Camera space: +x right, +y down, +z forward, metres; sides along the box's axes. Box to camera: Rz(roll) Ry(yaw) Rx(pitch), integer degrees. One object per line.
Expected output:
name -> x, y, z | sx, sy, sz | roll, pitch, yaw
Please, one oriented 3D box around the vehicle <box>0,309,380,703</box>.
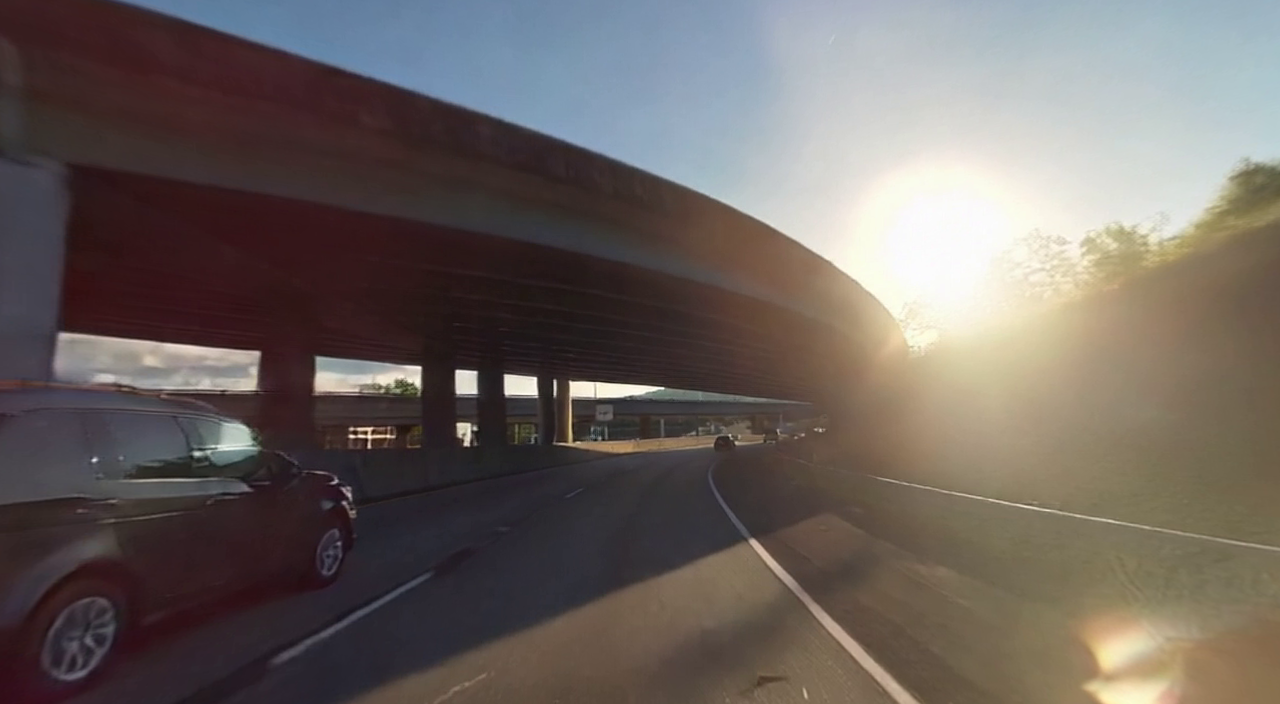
vehicle -> -3.318, 0.759, 2.842 | 2.106, 1.640, 4.853 | 0, -8, 1
